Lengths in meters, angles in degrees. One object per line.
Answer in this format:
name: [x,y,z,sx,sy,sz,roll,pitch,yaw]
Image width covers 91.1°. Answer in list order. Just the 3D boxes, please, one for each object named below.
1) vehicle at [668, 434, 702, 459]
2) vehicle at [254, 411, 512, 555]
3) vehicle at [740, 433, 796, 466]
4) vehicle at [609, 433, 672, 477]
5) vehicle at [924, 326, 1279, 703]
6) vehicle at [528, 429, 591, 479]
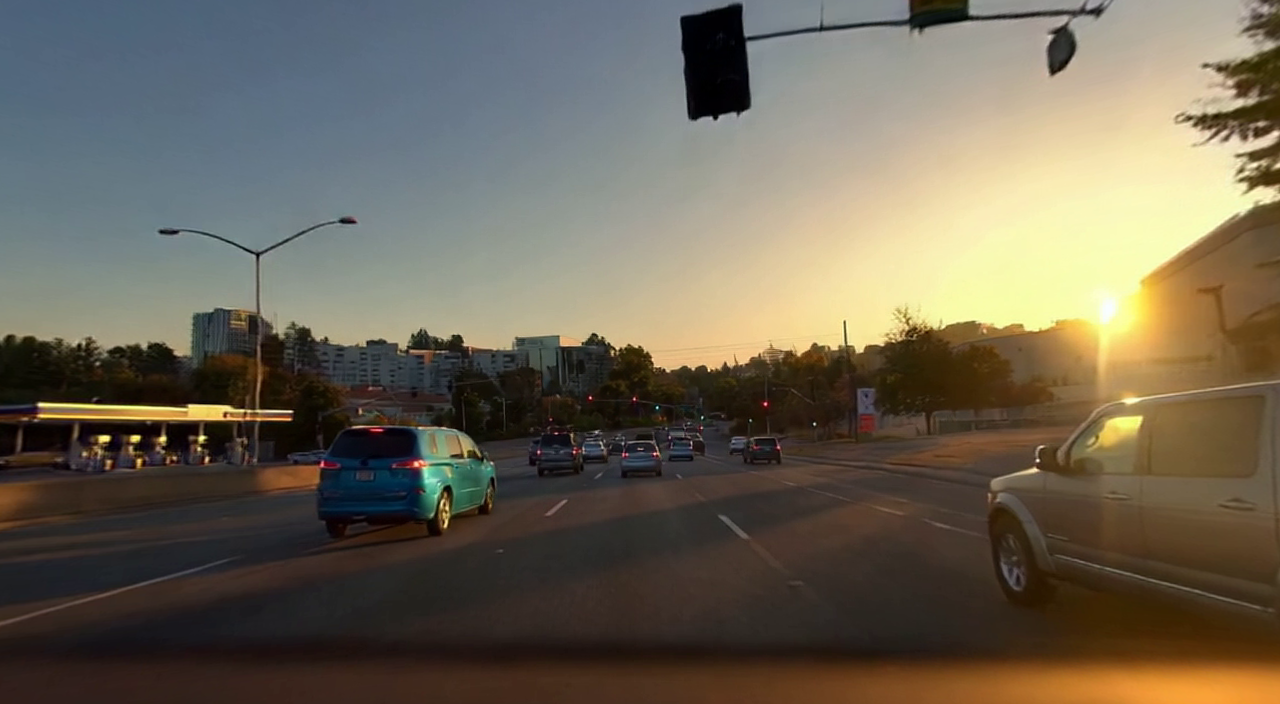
vehicle: [3.362,7.218,48.072,2.193,1.795,5.130,0,-8,-1]
vehicle: [-3.680,1.989,10.323,2.002,1.747,5.173,0,-8,0]
vehicle: [6.935,5.328,34.469,2.119,1.696,4.623,0,-8,1]
vehicle: [0.021,4.410,27.145,2.426,1.703,5.602,0,-8,0]
vehicle: [3.751,0.939,3.621,2.055,1.786,4.817,0,-8,1]
vehicle: [-3.386,4.392,27.299,2.025,1.936,4.995,0,-9,1]
